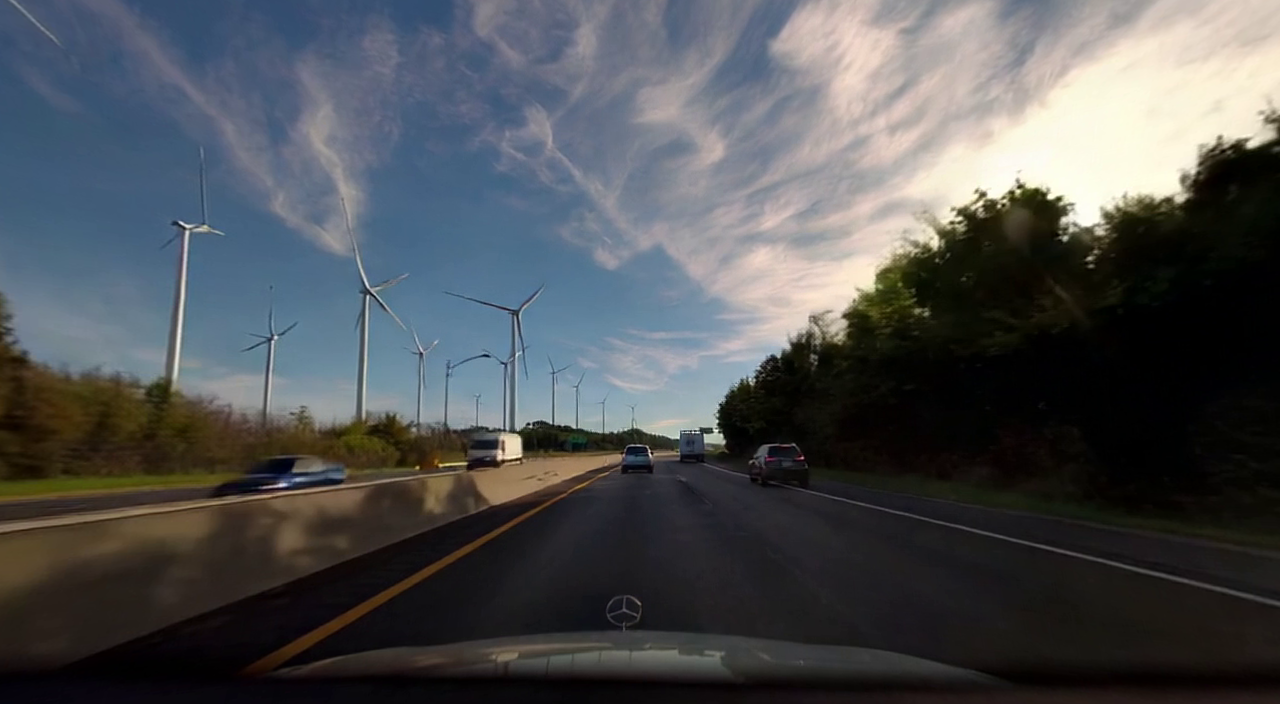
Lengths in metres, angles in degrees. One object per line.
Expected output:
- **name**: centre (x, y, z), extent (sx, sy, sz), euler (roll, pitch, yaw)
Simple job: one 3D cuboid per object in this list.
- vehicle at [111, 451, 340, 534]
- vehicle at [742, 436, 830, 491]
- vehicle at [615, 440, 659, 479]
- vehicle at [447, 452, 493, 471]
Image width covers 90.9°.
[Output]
- **vehicle**: centre (-8.736, 2.956, 13.939), extent (1.909, 1.502, 4.585), euler (0, -9, 0)
- **vehicle**: centre (4.948, 3.873, 22.119), extent (2.040, 1.721, 4.507), euler (0, -9, 1)
- **vehicle**: centre (-0.105, 5.248, 30.910), extent (2.038, 1.723, 4.150), euler (0, -9, 1)
- **vehicle**: centre (-12.490, 8.090, 46.621), extent (2.143, 1.327, 4.511), euler (0, -9, 1)
